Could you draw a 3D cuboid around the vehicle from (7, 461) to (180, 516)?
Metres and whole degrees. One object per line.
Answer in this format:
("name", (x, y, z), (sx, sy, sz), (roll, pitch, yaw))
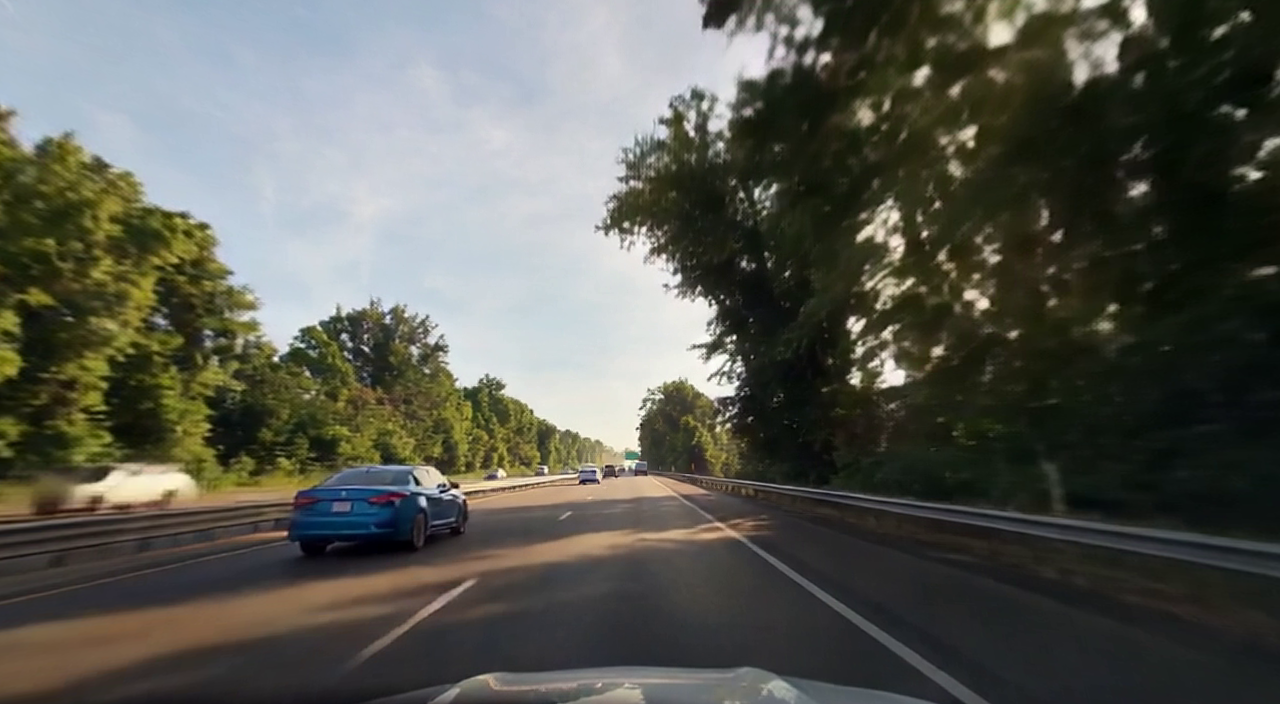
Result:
("vehicle", (-17.058, 4.266, 19.974), (1.862, 1.517, 3.936), (1, -11, 0))

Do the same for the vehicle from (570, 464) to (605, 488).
("vehicle", (-3.555, 8.590, 43.752), (2.006, 1.516, 4.820), (1, -11, 0))

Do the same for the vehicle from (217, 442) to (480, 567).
("vehicle", (-4.268, 2.359, 10.313), (2.040, 1.525, 4.603), (1, -11, 1))
